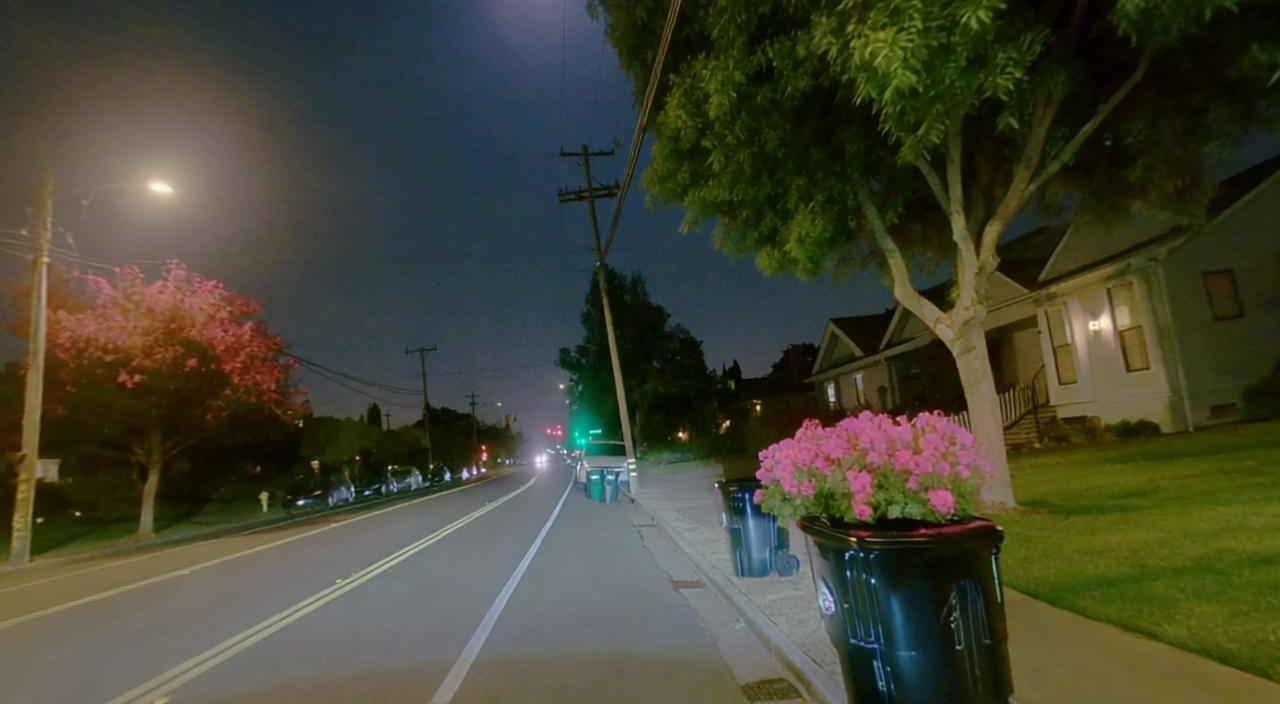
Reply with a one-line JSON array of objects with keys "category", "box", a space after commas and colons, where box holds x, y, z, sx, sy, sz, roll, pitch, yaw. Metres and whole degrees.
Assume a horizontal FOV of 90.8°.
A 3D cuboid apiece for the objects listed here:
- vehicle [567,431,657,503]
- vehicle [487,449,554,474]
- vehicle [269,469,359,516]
[{"category": "vehicle", "box": [-0.827, 3.081, 17.388, 2.190, 1.708, 4.115, 0, -8, -4]}, {"category": "vehicle", "box": [-9.142, 8.396, 48.615, 4.723, 1.679, 2.218, -2, -9, 1]}, {"category": "vehicle", "box": [-13.764, 5.920, 26.979, 1.982, 1.660, 4.142, 1, -8, -6]}]
